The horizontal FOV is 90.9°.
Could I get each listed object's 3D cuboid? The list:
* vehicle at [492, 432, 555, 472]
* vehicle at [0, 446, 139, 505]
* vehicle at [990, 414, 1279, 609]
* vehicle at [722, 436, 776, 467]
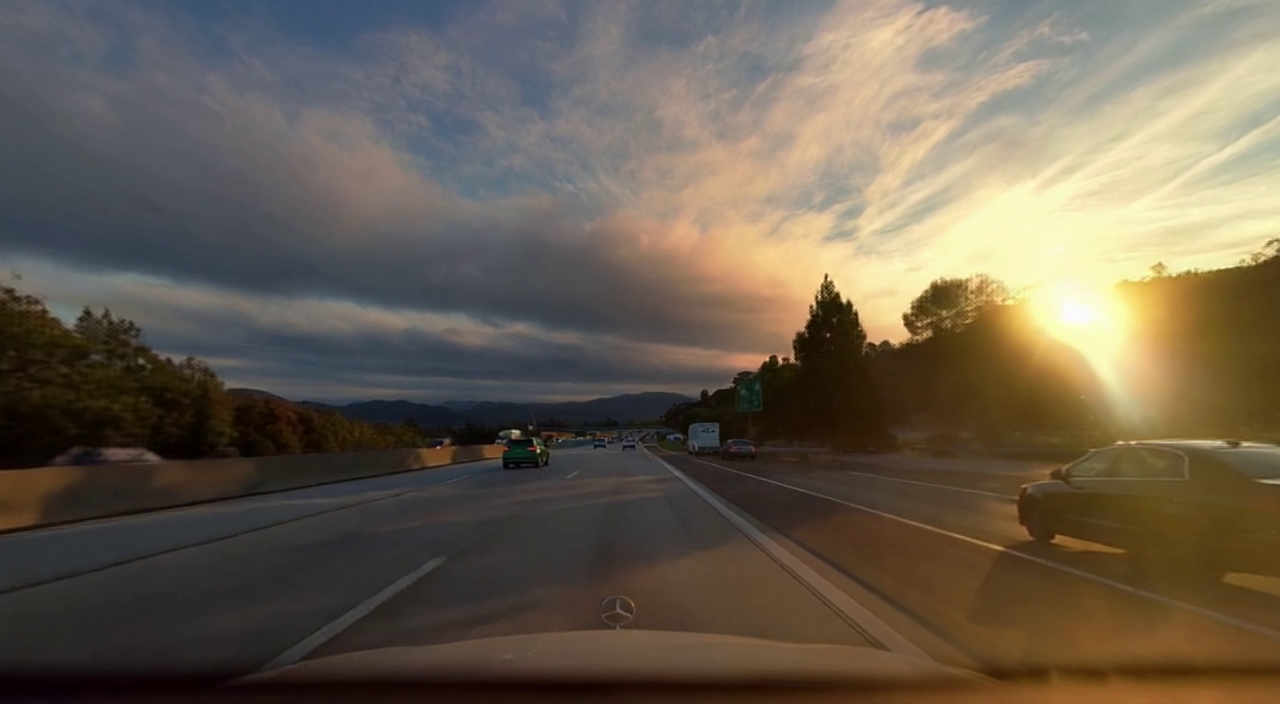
[{"bbox_3d":[-4.849,4.198,26.743,1.966,1.570,3.859,0,-8,-1],"label":"vehicle"},{"bbox_3d":[-16.645,3.407,17.879,1.761,1.419,3.733,0,-8,-1],"label":"vehicle"},{"bbox_3d":[5.920,1.457,6.589,2.028,1.488,4.236,0,-8,-1],"label":"vehicle"},{"bbox_3d":[5.428,4.991,31.943,1.920,1.436,3.890,0,-8,-2],"label":"vehicle"}]
